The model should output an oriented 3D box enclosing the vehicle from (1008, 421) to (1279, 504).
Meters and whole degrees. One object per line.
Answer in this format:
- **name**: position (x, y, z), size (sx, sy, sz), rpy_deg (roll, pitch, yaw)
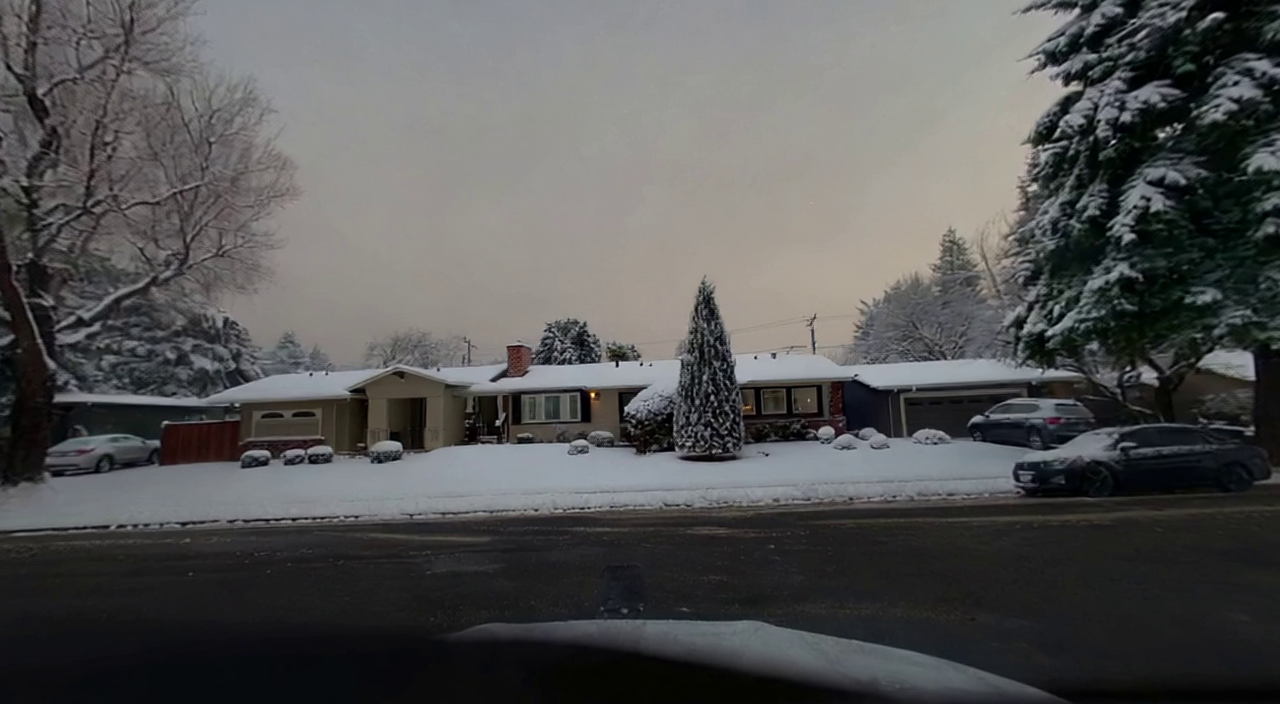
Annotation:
- **vehicle**: position (10.802, 2.329, 13.420), size (4.658, 1.615, 1.894), rpy_deg (0, -8, -2)
